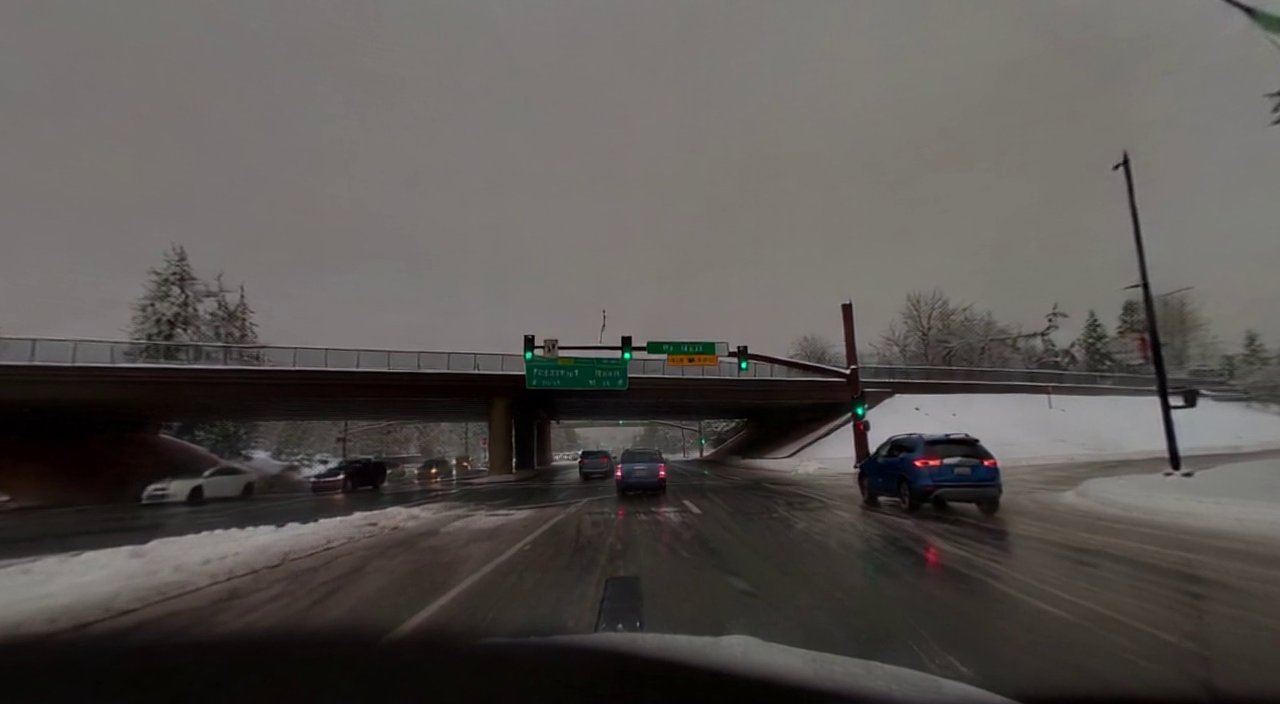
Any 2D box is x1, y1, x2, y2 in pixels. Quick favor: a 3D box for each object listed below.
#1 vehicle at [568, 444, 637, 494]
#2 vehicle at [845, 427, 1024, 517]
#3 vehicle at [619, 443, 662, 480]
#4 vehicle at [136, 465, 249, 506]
[{"bbox_3d":[-1.382,4.612,25.364,2.060,1.768,4.681,-1,-8,5],"label":"vehicle"},{"bbox_3d":[6.587,2.721,14.831,2.074,1.785,4.320,0,-8,0],"label":"vehicle"},{"bbox_3d":[0.120,6.375,37.188,2.342,2.026,4.642,-1,-8,2],"label":"vehicle"},{"bbox_3d":[-19.443,5.783,27.706,1.857,1.534,4.221,0,-8,-1],"label":"vehicle"}]
